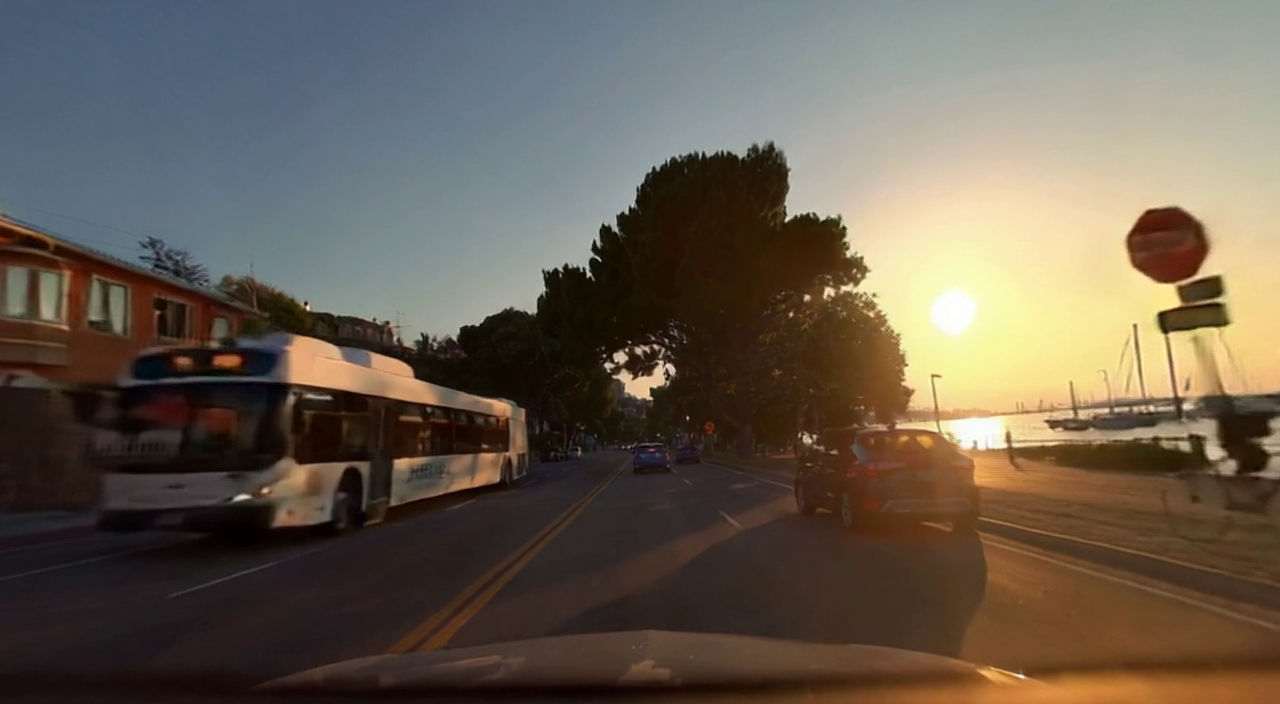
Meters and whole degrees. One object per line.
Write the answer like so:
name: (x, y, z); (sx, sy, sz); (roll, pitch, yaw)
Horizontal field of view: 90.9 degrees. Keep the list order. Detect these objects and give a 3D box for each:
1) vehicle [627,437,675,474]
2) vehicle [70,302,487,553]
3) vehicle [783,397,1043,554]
vehicle: (0.472, 4.893, 30.094); (2.132, 1.632, 3.838); (0, -8, 0)
vehicle: (-6.271, 1.741, 13.851); (3.102, 3.524, 9.830); (-1, -8, 1)
vehicle: (3.695, 1.764, 9.643); (2.000, 1.809, 4.405); (-1, -8, 0)
